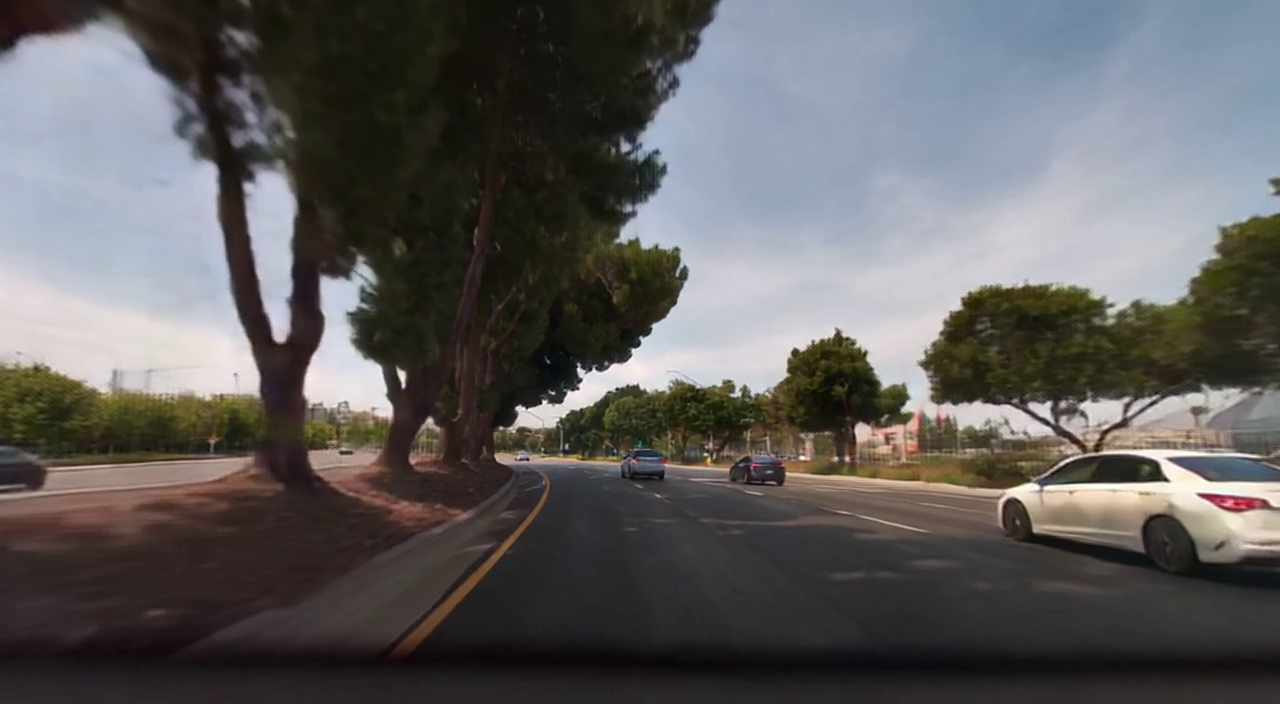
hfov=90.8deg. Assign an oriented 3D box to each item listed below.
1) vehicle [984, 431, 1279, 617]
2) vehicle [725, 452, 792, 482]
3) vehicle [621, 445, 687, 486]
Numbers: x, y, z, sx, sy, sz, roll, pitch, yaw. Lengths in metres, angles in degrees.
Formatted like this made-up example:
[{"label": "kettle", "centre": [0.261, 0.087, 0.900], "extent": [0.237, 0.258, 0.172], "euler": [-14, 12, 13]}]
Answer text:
[{"label": "vehicle", "centre": [6.005, 1.653, 6.859], "extent": [1.882, 1.476, 4.344], "euler": [0, -9, -3]}, {"label": "vehicle", "centre": [6.315, 6.168, 34.139], "extent": [1.940, 1.460, 4.652], "euler": [1, -9, -11]}, {"label": "vehicle", "centre": [0.508, 5.121, 28.831], "extent": [2.122, 1.646, 4.525], "euler": [1, -9, -10]}]
